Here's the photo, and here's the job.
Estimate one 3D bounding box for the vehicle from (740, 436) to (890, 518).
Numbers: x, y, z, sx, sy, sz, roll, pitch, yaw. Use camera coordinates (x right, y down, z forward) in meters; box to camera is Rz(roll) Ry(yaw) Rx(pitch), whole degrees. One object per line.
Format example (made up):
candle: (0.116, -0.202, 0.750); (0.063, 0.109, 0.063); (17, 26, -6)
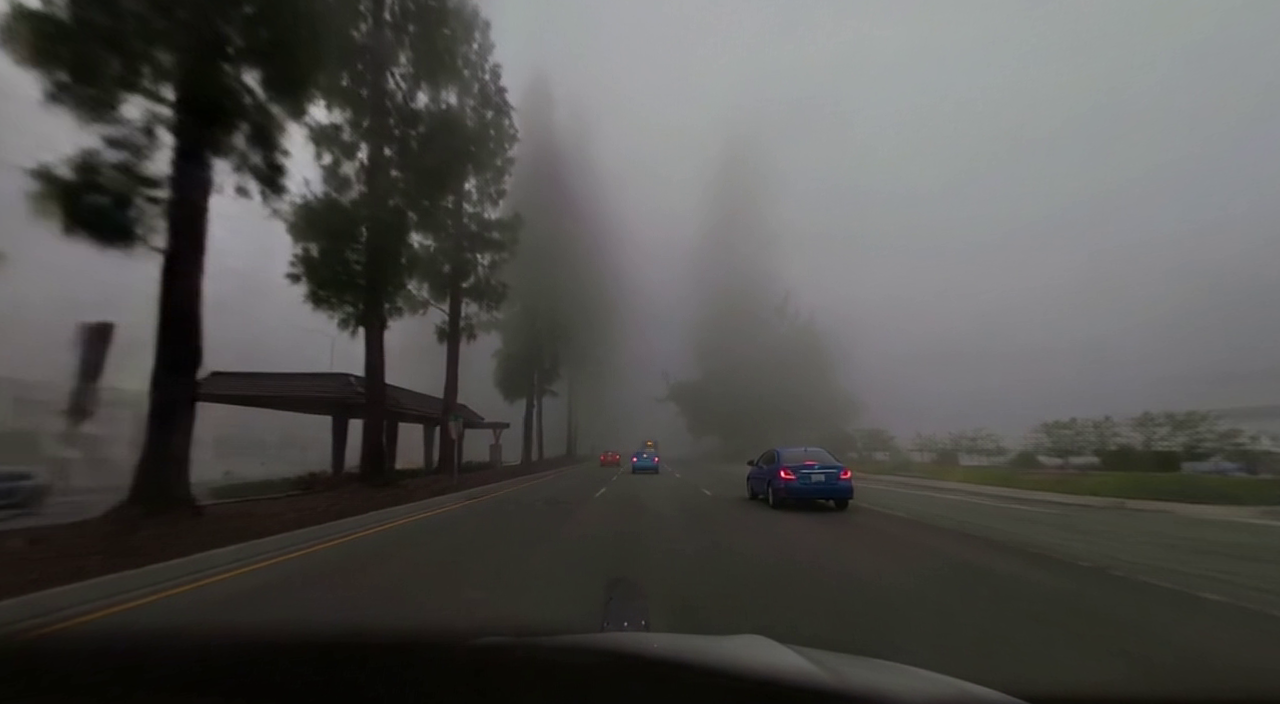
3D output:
vehicle: (3.625, 2.662, 14.003); (2.067, 1.497, 4.327); (0, -8, 0)

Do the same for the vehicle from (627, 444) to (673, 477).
vehicle: (0.474, 5.335, 31.258); (2.144, 1.505, 4.128); (0, -8, 0)
